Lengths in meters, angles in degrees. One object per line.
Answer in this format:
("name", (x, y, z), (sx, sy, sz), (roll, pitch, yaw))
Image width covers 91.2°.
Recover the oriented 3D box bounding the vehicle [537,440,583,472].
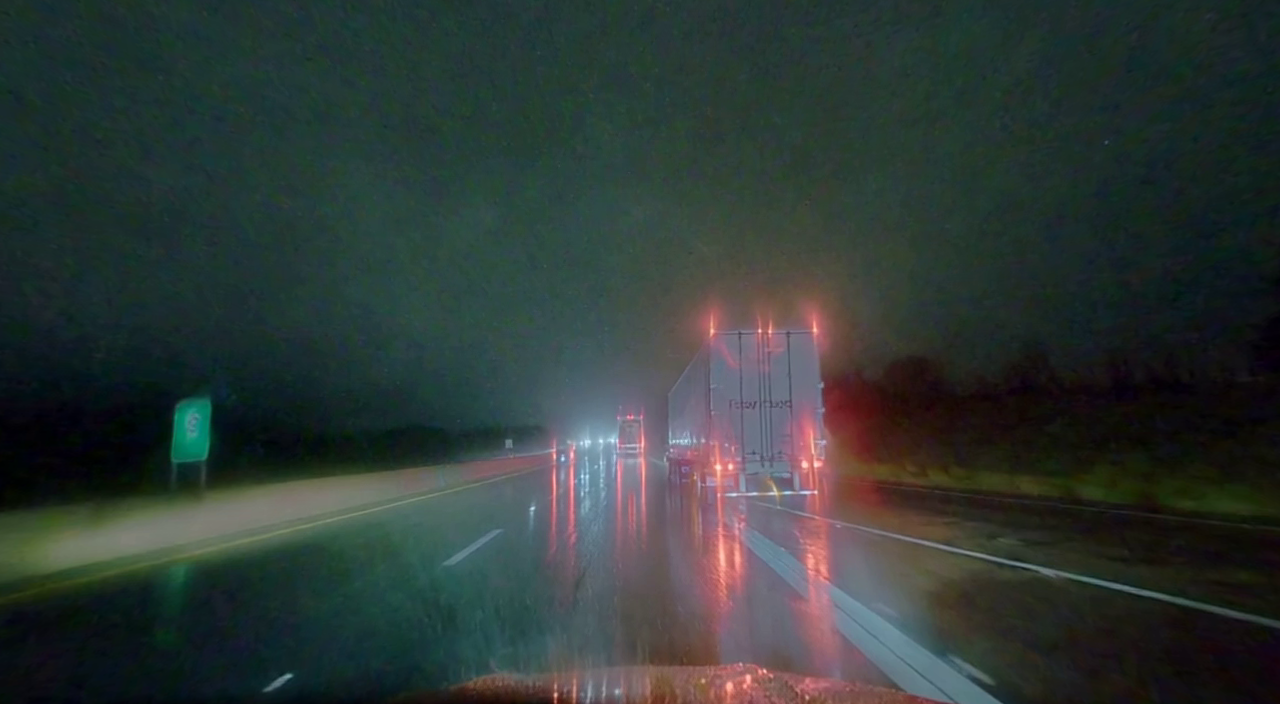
("vehicle", (-4.404, 5.827, 35.288), (2.099, 1.651, 4.397), (0, -9, -1))
